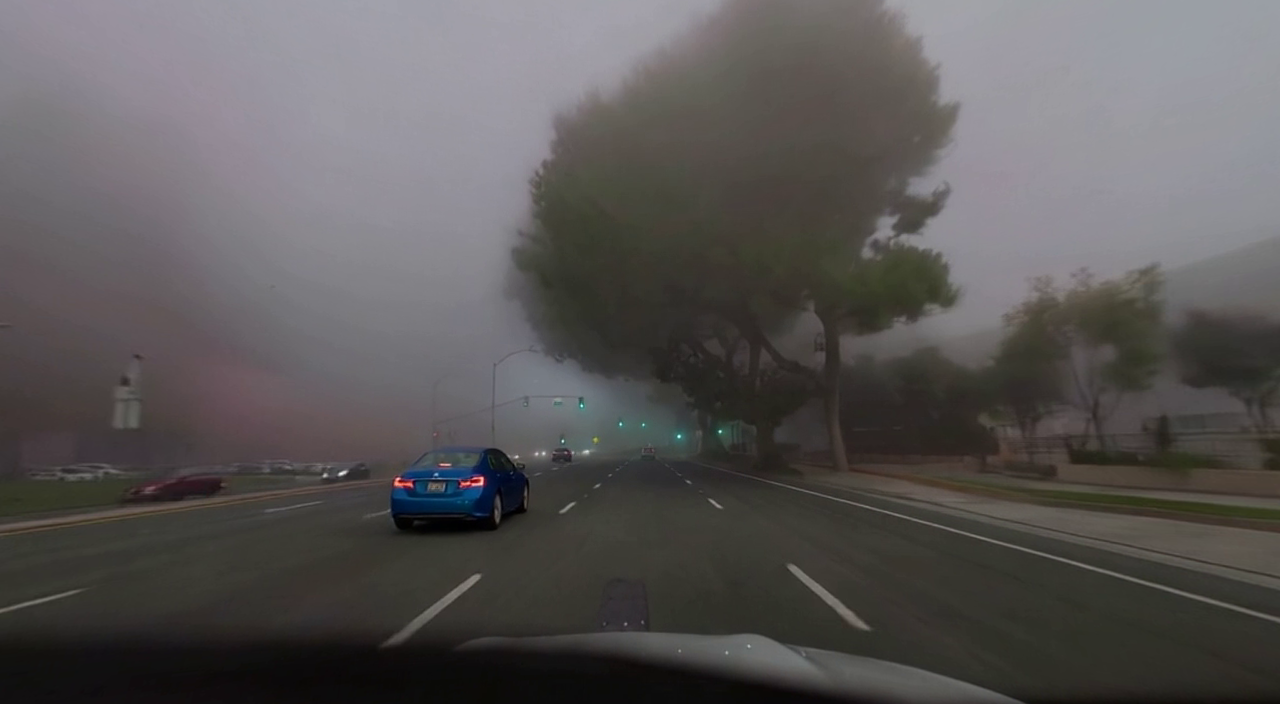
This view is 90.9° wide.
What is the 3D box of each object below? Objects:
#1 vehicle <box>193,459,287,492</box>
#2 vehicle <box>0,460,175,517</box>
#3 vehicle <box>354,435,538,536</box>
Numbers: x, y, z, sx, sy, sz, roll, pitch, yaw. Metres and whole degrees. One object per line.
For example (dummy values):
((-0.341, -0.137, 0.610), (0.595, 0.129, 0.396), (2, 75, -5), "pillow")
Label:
((-21.108, 6.514, 33.563), (1.842, 1.507, 4.846), (0, -9, 0), "vehicle")
((-17.339, 4.219, 19.940), (1.826, 1.490, 4.407), (0, -9, 1), "vehicle")
((-3.246, 2.328, 11.627), (1.924, 1.480, 4.421), (0, -9, 1), "vehicle")
